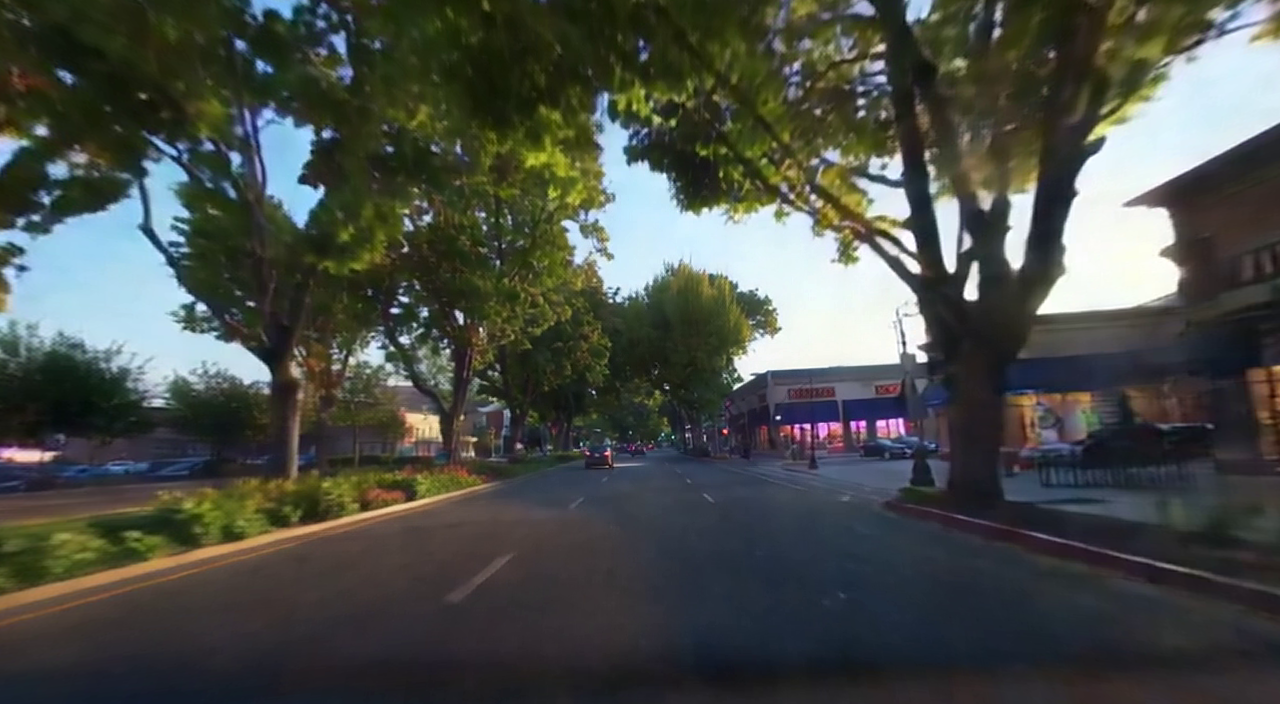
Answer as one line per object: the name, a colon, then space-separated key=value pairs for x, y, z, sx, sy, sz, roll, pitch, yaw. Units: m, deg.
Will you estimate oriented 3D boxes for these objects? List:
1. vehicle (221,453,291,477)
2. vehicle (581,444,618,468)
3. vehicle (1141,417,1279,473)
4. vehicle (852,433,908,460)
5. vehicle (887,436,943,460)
vehicle: x=-27.324 y=8.026 z=45.029 sx=1.910 sy=1.498 sz=4.703 roll=-1 pitch=-8 yaw=2
vehicle: x=-2.615 y=6.840 z=41.787 sx=2.082 sy=1.460 sz=4.442 roll=0 pitch=-8 yaw=1
vehicle: x=17.797 y=2.757 z=18.735 sx=4.084 sy=1.547 sz=1.957 roll=0 pitch=-8 yaw=-1
vehicle: x=17.386 y=6.883 z=45.908 sx=2.038 sy=1.827 sz=4.870 roll=0 pitch=-8 yaw=-2
vehicle: x=20.010 y=6.968 z=46.068 sx=2.074 sy=1.607 sz=4.465 roll=-2 pitch=-8 yaw=1
